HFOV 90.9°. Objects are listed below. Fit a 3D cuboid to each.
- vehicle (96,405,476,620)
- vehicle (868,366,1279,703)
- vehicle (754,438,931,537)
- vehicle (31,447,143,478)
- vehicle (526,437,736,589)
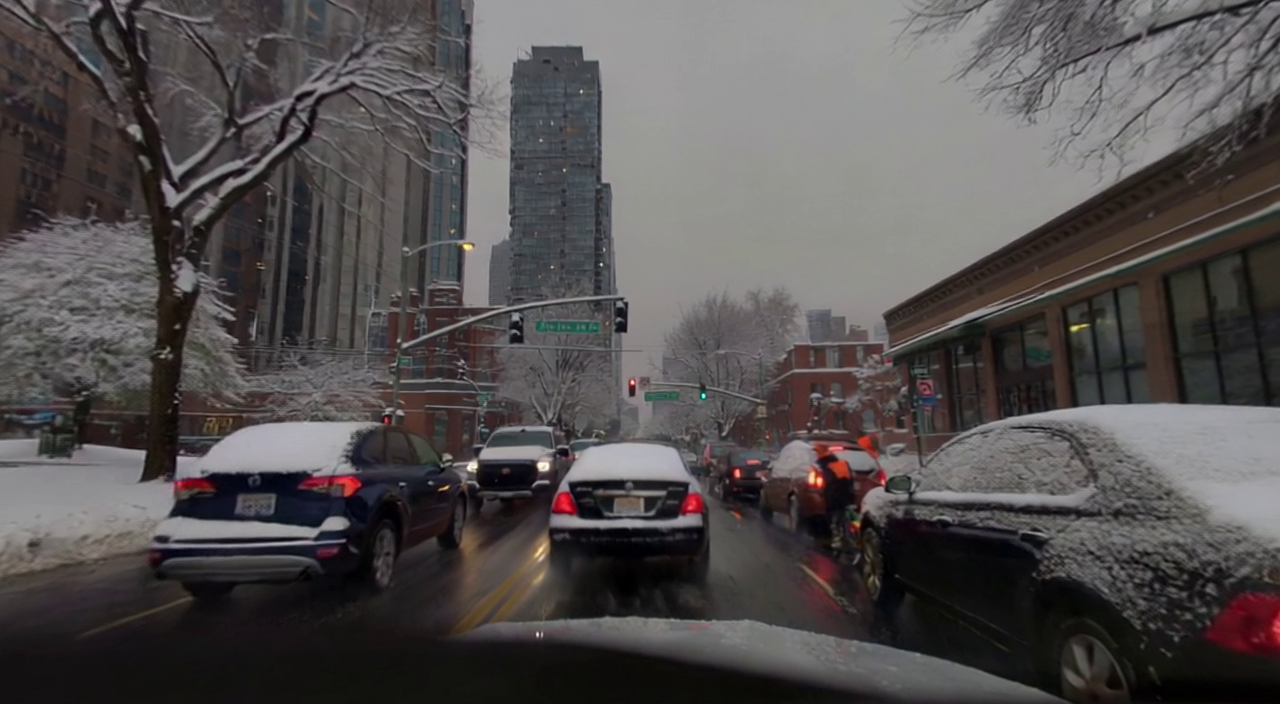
[{"bbox_3d":[-3.501,1.646,7.488,2.046,1.744,4.407,0,-8,-2],"label":"vehicle"},{"bbox_3d":[3.361,1.145,4.081,2.179,1.631,4.173,0,-8,0],"label":"vehicle"},{"bbox_3d":[3.594,2.461,12.199,1.973,1.537,4.533,0,-8,1],"label":"vehicle"},{"bbox_3d":[-28.287,5.644,32.340,4.102,1.425,1.724,1,-9,3],"label":"vehicle"},{"bbox_3d":[-0.078,1.845,8.056,2.031,1.461,3.763,0,-8,0],"label":"vehicle"}]
